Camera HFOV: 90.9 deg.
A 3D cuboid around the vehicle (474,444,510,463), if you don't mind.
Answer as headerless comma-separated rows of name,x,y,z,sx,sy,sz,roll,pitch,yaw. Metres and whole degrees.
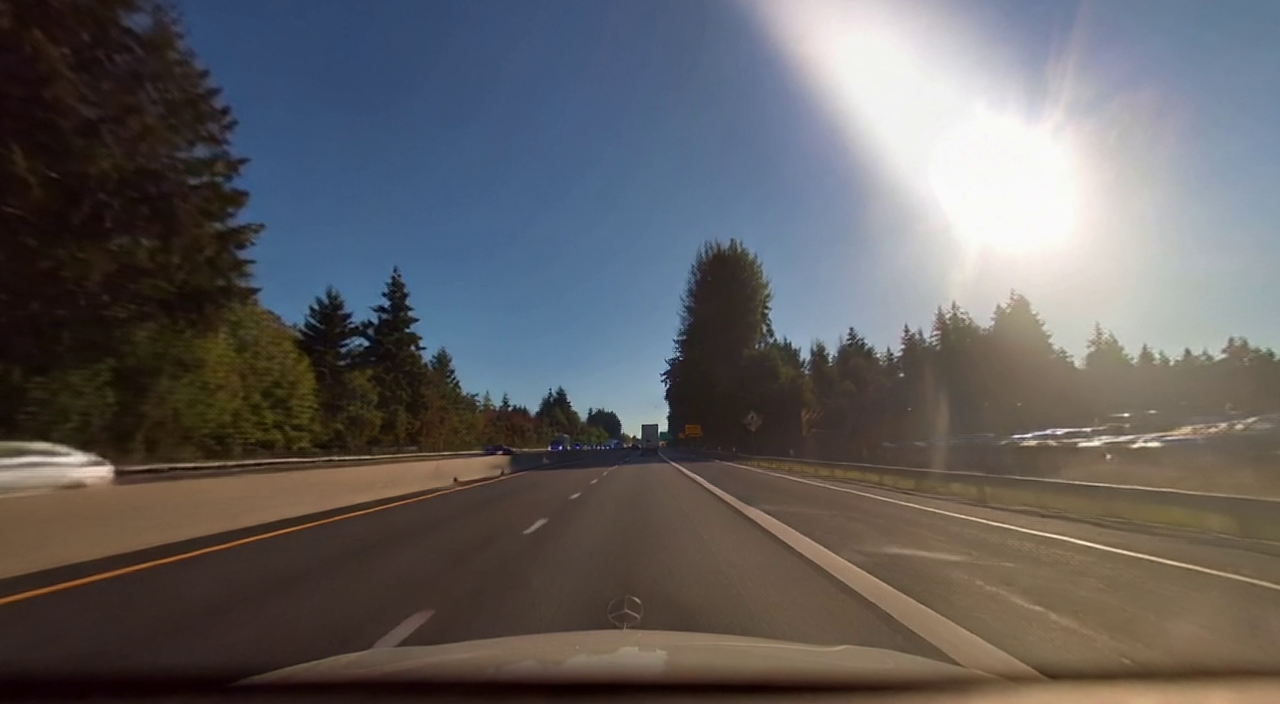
vehicle,-11.459,7.887,48.992,1.761,1.451,3.782,0,-9,1
